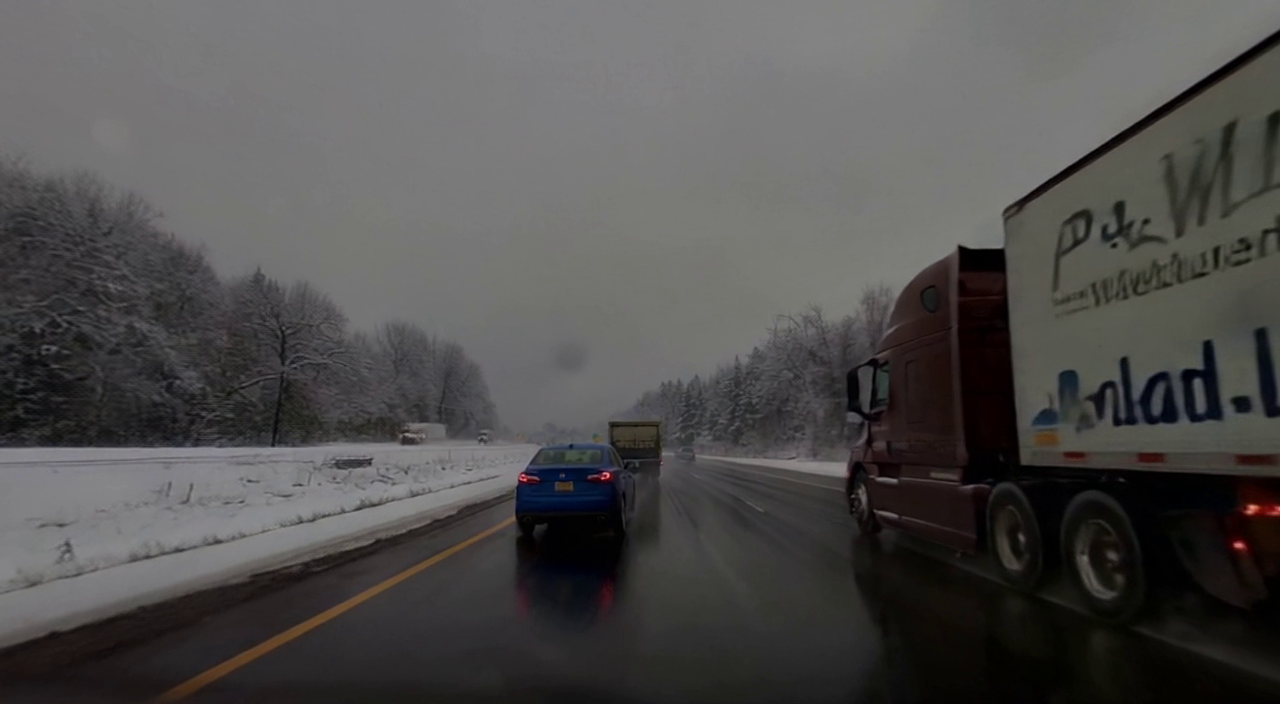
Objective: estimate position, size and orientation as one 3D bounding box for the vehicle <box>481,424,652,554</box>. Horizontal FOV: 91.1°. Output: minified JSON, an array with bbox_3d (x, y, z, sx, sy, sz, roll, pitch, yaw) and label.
[{"bbox_3d":[-0.880,1.981,9.678,2.038,1.582,3.729,-1,-9,2],"label":"vehicle"}]

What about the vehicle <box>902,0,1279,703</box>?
[{"bbox_3d":[4.895,-0.503,1.018,2.825,4.043,14.051,0,-9,0],"label":"vehicle"}]
